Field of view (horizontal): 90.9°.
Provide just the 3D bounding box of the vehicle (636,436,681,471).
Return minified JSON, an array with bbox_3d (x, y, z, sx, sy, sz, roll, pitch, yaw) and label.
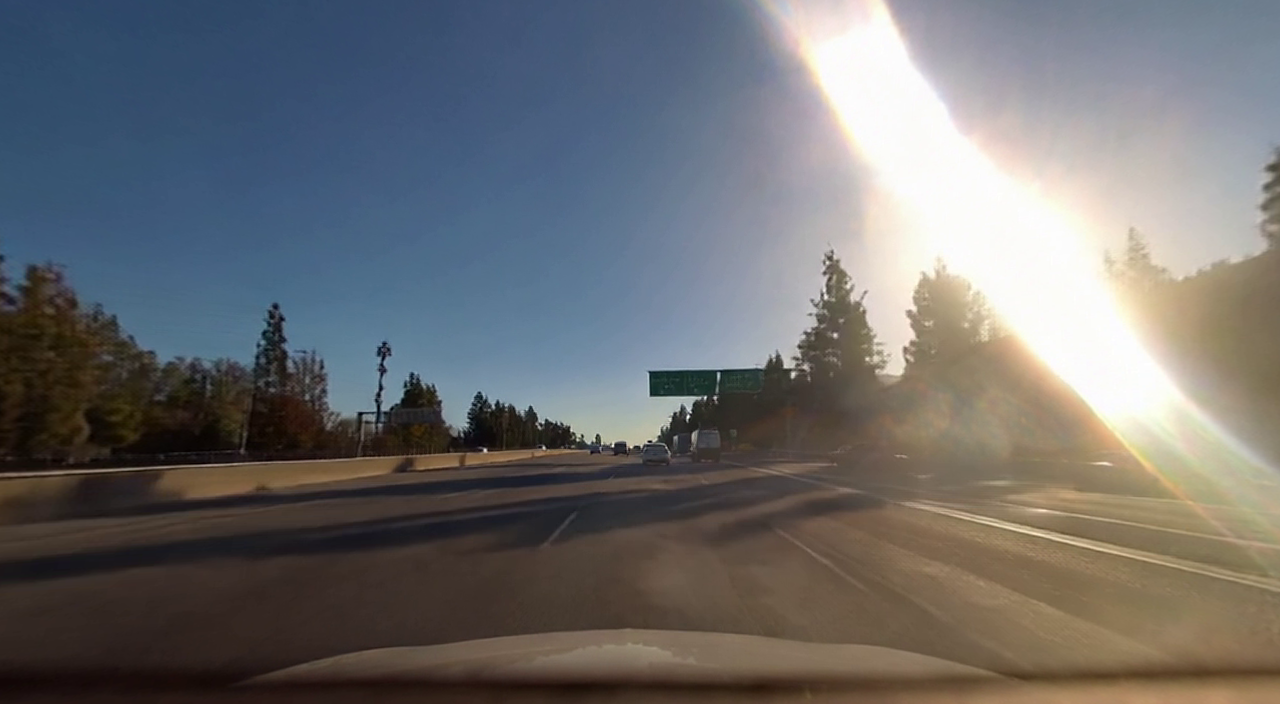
[{"bbox_3d":[0.926,5.455,34.129,2.260,1.766,4.348,0,-8,0],"label":"vehicle"}]
